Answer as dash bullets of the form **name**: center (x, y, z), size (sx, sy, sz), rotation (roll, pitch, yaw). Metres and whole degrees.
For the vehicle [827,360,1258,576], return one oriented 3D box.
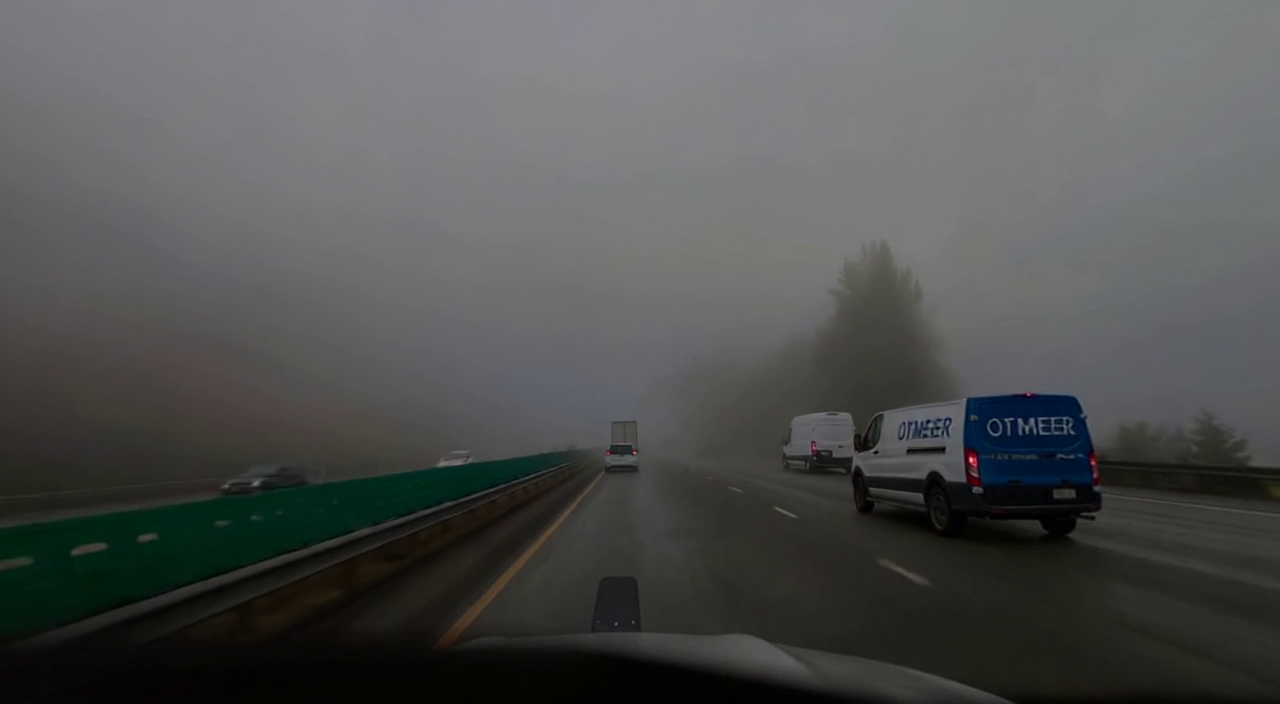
- **vehicle**: center (4.545, 1.433, 8.512), size (2.223, 2.008, 5.121), rotation (0, -8, -3)

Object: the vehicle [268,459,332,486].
- **vehicle**: center (-21.701, 7.691, 40.405), size (1.789, 1.453, 4.243), rotation (0, -8, -1)

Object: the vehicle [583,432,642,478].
- **vehicle**: center (-1.039, 3.985, 24.513), size (2.100, 1.636, 3.620), rotation (0, -8, -2)
